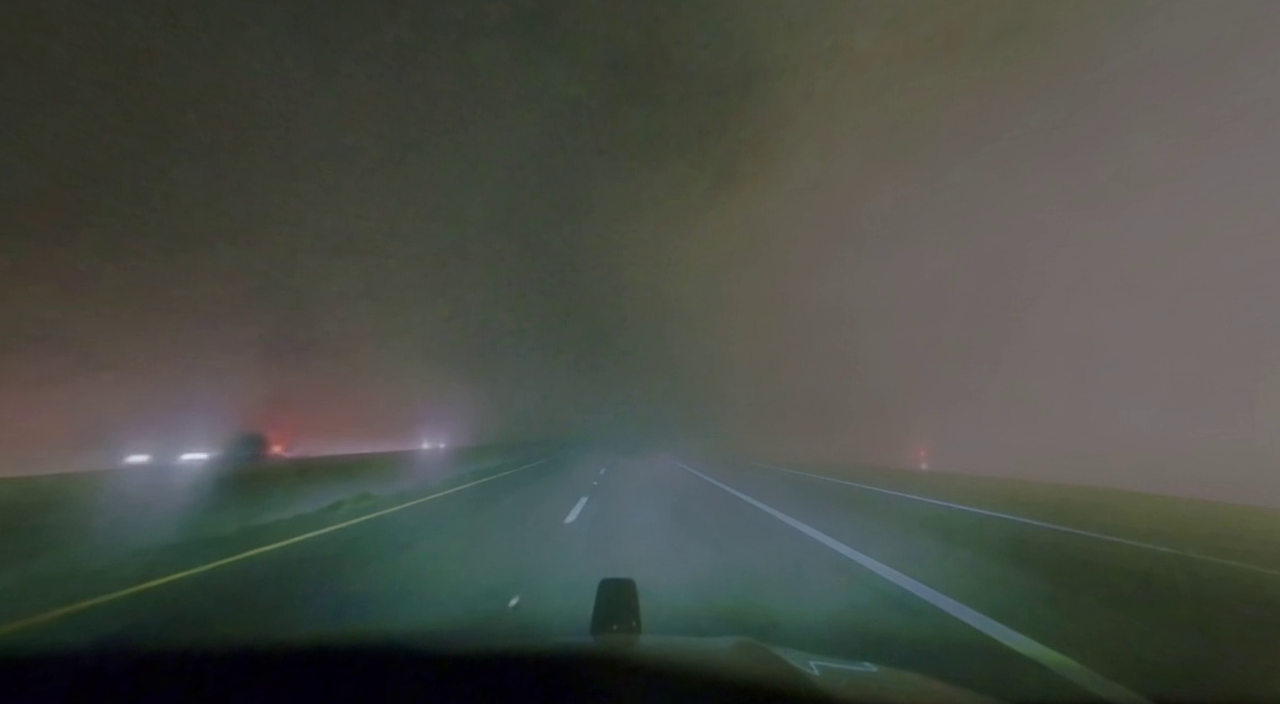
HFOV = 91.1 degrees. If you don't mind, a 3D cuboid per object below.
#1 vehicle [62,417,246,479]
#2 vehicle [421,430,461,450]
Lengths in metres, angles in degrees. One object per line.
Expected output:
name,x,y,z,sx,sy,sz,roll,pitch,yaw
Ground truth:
vehicle,-12.872,2.566,17.045,1.769,1.468,4.065,0,-8,-1
vehicle,-15.672,6.979,49.723,1.817,1.483,4.157,0,-8,-1
